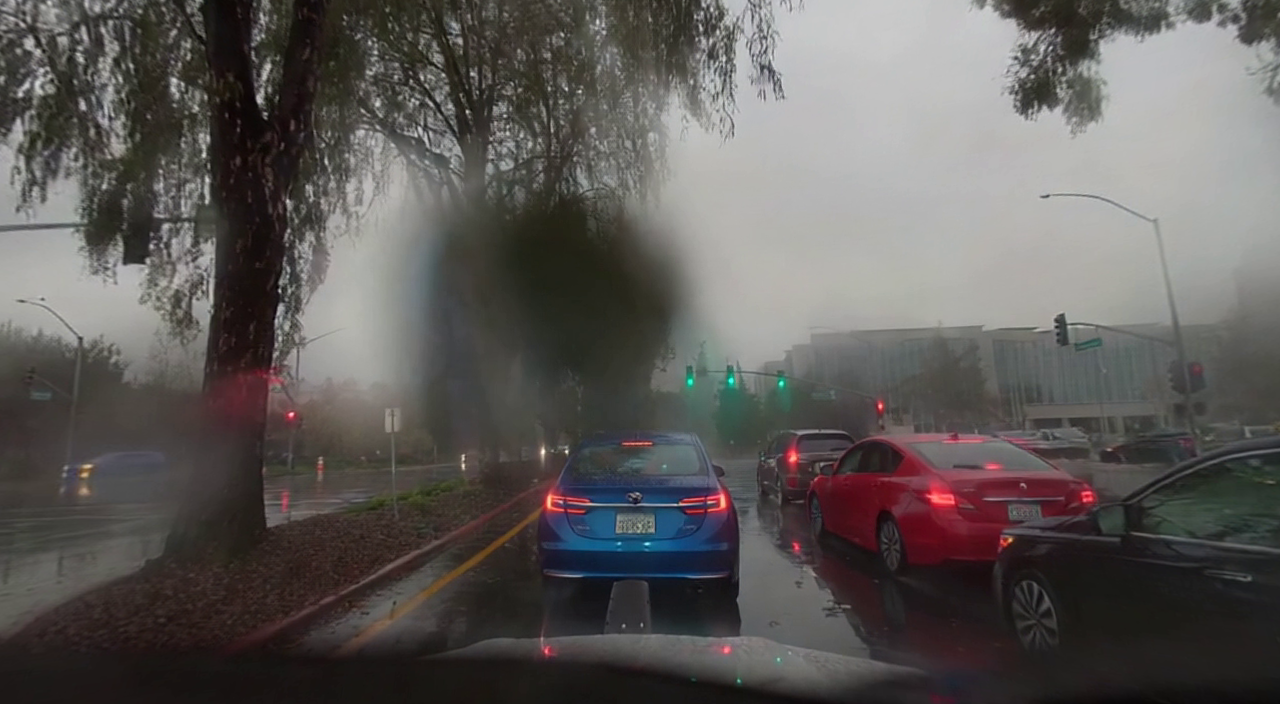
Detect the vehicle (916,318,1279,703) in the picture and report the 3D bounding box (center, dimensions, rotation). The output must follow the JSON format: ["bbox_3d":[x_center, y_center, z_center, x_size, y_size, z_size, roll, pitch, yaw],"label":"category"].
[{"bbox_3d":[3.667,0.919,3.449,2.162,1.829,4.519,0,-9,-1],"label":"vehicle"}]

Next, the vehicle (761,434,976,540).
[{"bbox_3d":[3.693,2.263,11.296,2.054,1.482,4.654,0,-9,-1],"label":"vehicle"}]

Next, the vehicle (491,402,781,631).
[{"bbox_3d":[-0.042,1.475,6.507,2.074,1.631,3.793,0,-9,0],"label":"vehicle"}]

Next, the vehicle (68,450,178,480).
[{"bbox_3d":[-36.512,7.976,44.838,5.783,1.933,2.174,6,-11,-35],"label":"vehicle"}]
